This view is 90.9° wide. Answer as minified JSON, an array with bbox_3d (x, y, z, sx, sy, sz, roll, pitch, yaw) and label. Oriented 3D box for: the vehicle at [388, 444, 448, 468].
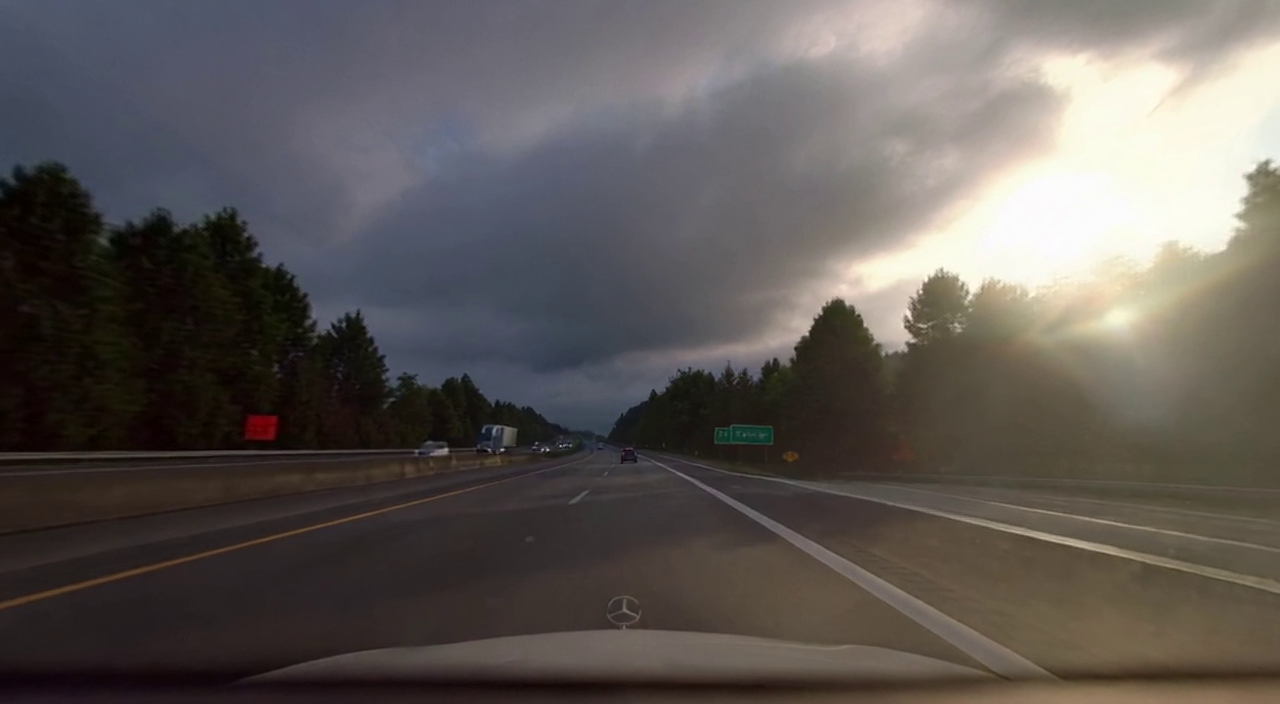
[{"bbox_3d":[-14.026,6.573,40.065,2.181,1.415,4.576,0,-9,-1],"label":"vehicle"}]
